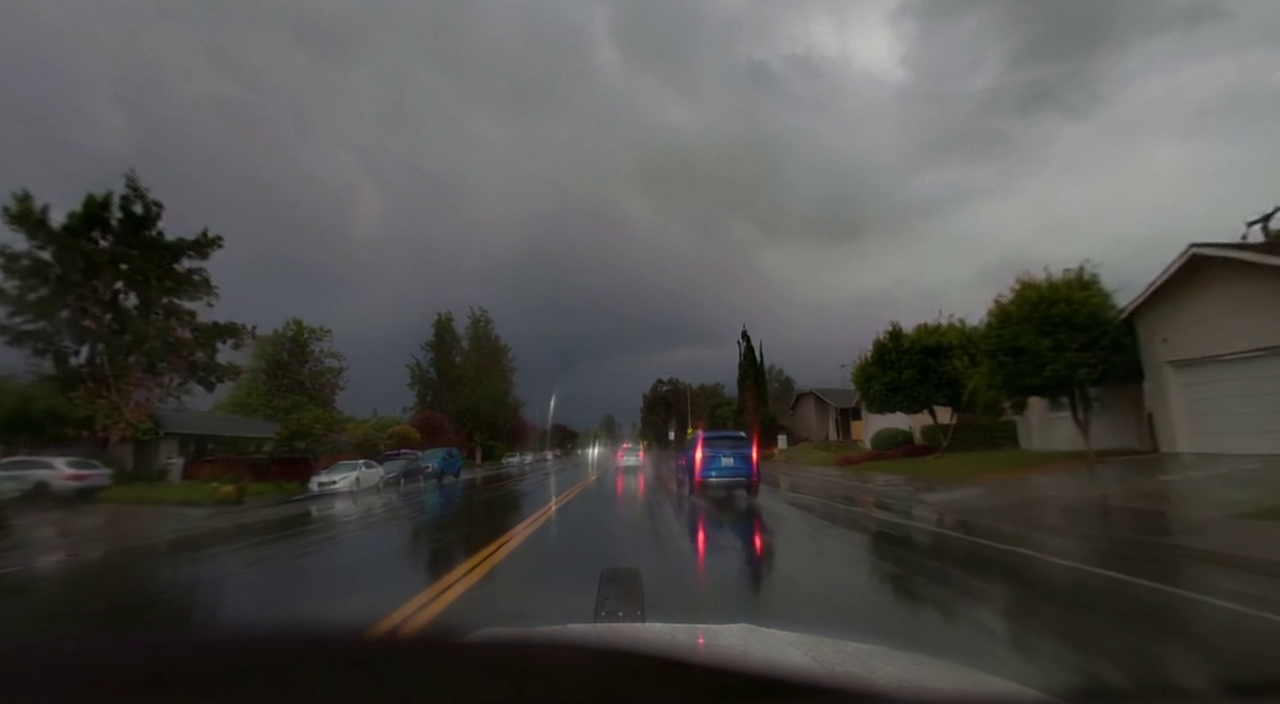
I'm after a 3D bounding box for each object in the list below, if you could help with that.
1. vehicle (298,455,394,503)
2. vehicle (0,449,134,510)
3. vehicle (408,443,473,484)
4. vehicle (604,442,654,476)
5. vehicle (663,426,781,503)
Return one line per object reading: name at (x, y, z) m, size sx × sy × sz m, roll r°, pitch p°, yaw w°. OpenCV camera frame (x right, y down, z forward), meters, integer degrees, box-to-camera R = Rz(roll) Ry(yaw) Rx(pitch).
vehicle at (-12.328, 5.296, 26.869) m, size 2.044 × 1.534 × 4.554 m, roll -5°, pitch -8°, yaw -2°
vehicle at (-20.791, 4.382, 21.836) m, size 4.800 × 1.840 × 2.045 m, roll -1°, pitch -6°, yaw -1°
vehicle at (-12.296, 6.864, 39.336) m, size 2.504 × 2.031 × 5.237 m, roll -7°, pitch -8°, yaw -4°
vehicle at (-0.526, 5.028, 29.958) m, size 2.196 × 1.449 × 4.006 m, roll 0°, pitch -8°, yaw -1°
vehicle at (1.992, 2.939, 16.950) m, size 2.200 × 1.763 × 4.676 m, roll 1°, pitch -8°, yaw -4°
